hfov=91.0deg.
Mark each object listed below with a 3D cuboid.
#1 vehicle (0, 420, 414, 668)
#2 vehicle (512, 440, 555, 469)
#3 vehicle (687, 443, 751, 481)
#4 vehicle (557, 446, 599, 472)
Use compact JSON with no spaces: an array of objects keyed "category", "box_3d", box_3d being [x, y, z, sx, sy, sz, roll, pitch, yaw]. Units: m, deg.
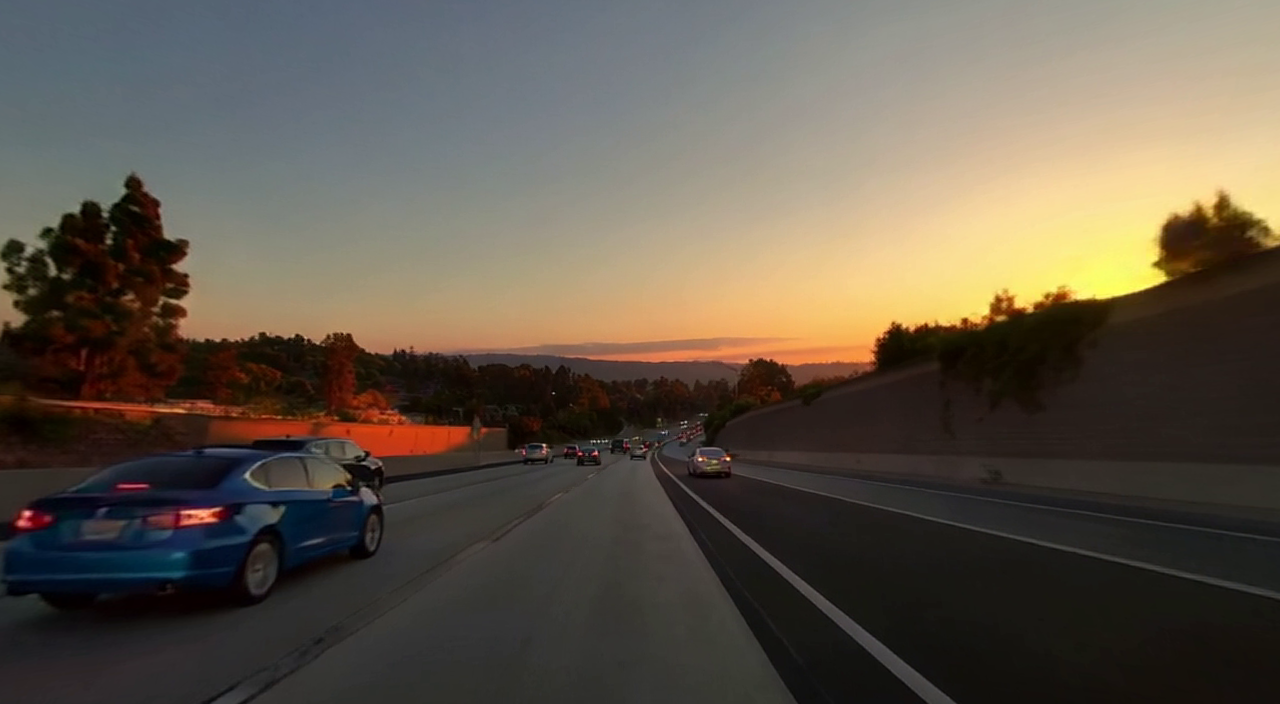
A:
[{"category":"vehicle","box_3d":[-4.038,1.524,6.140,1.988,1.506,4.416,0,-9,0]},{"category":"vehicle","box_3d":[-6.996,6.789,41.836,2.111,1.811,4.391,0,-9,0]},{"category":"vehicle","box_3d":[3.293,4.713,27.233,2.141,1.507,4.510,0,-9,-1]},{"category":"vehicle","box_3d":[-3.707,6.444,38.150,2.071,1.478,4.130,0,-9,1]}]
